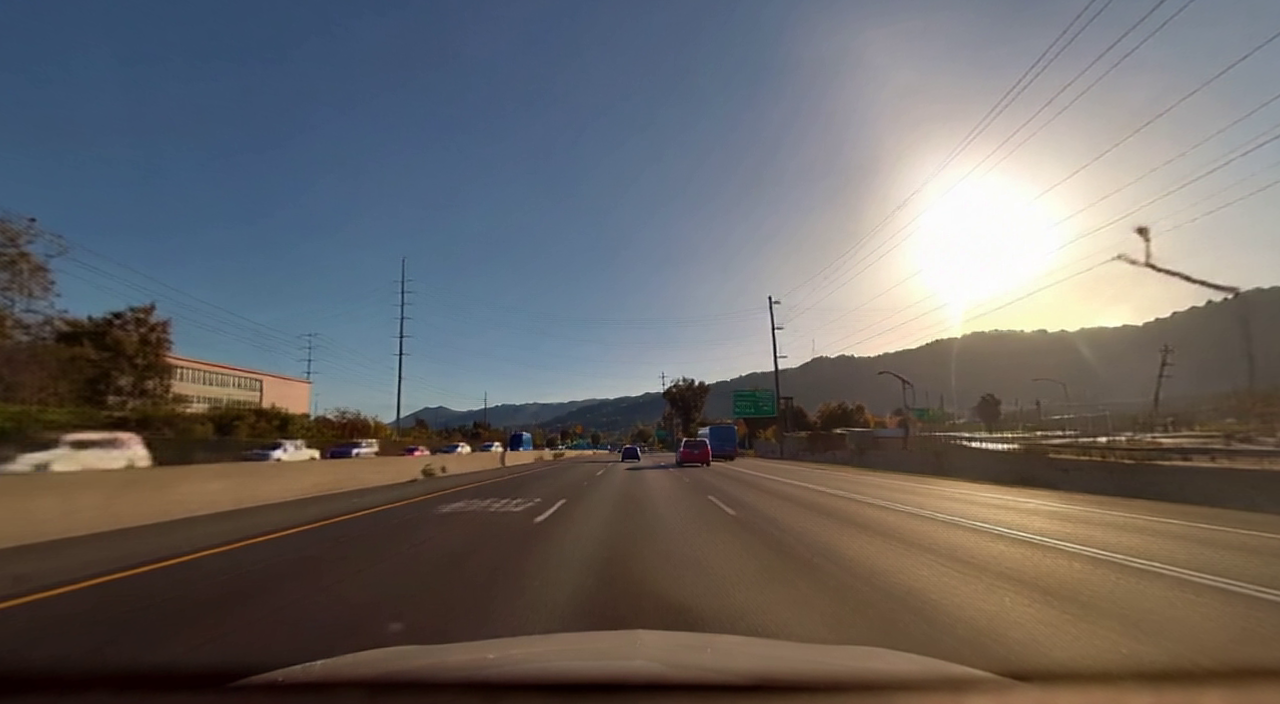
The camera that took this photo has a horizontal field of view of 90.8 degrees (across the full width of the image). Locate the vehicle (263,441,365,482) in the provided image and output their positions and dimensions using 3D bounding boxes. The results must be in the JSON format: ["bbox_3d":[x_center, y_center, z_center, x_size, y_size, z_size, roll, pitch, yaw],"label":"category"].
[{"bbox_3d":[-13.545,4.560,26.597,1.941,1.539,4.406,0,-9,0],"label":"vehicle"}]

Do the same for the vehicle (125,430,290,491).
[{"bbox_3d":[-25.064,6.362,37.508,2.954,3.149,9.482,0,-9,1],"label":"vehicle"}]

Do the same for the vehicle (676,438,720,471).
[{"bbox_3d":[3.395,6.121,37.891,2.036,1.796,4.470,0,-9,-2],"label":"vehicle"}]

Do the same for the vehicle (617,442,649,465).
[{"bbox_3d":[-0.540,7.971,49.648,2.325,1.712,4.592,0,-9,0],"label":"vehicle"}]

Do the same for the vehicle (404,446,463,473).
[{"bbox_3d":[-13.801,7.197,42.581,2.059,1.632,5.389,0,-9,1],"label":"vehicle"}]

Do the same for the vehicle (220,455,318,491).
[{"bbox_3d":[-17.685,5.761,30.424,1.847,1.485,4.729,0,-9,0],"label":"vehicle"}]
